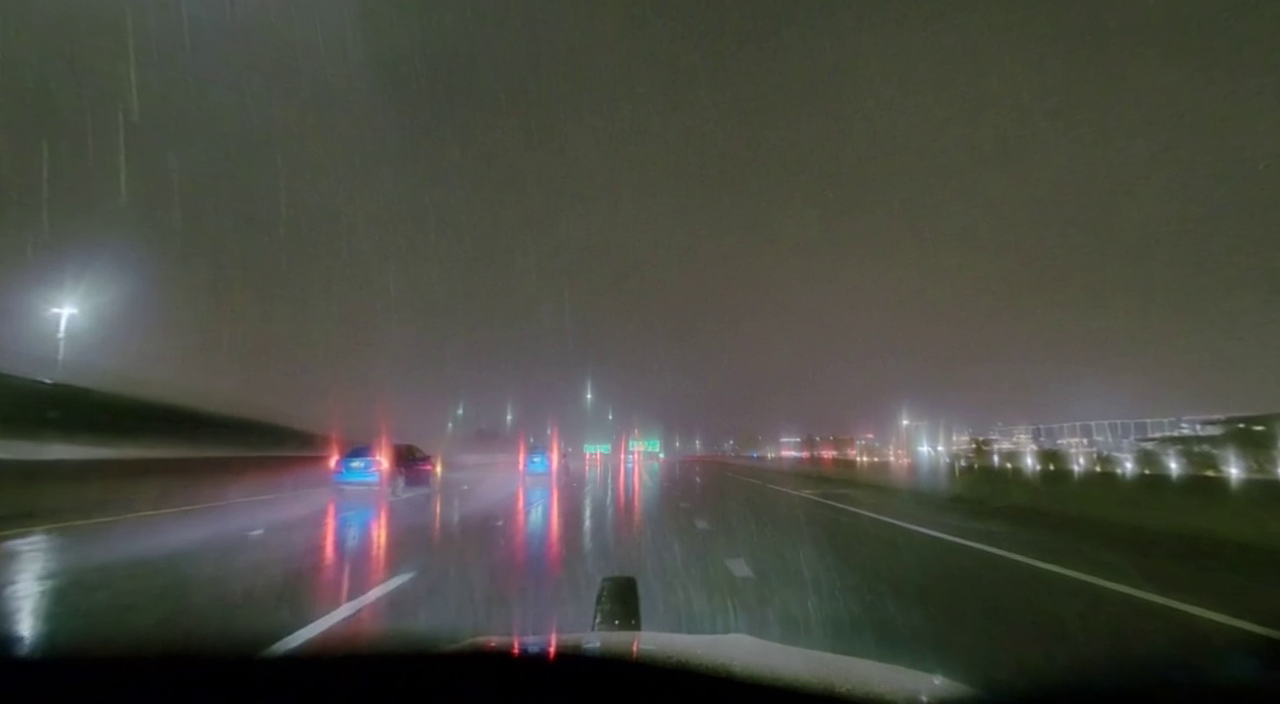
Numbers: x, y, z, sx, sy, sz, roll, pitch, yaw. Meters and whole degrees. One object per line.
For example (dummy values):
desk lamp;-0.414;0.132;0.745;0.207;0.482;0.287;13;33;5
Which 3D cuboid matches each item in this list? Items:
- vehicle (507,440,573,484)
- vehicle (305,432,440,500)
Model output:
vehicle;-4.142;4.627;26.800;2.075;1.702;4.257;0;-9;0
vehicle;-8.126;3.492;19.811;2.040;1.824;4.917;0;-9;0
